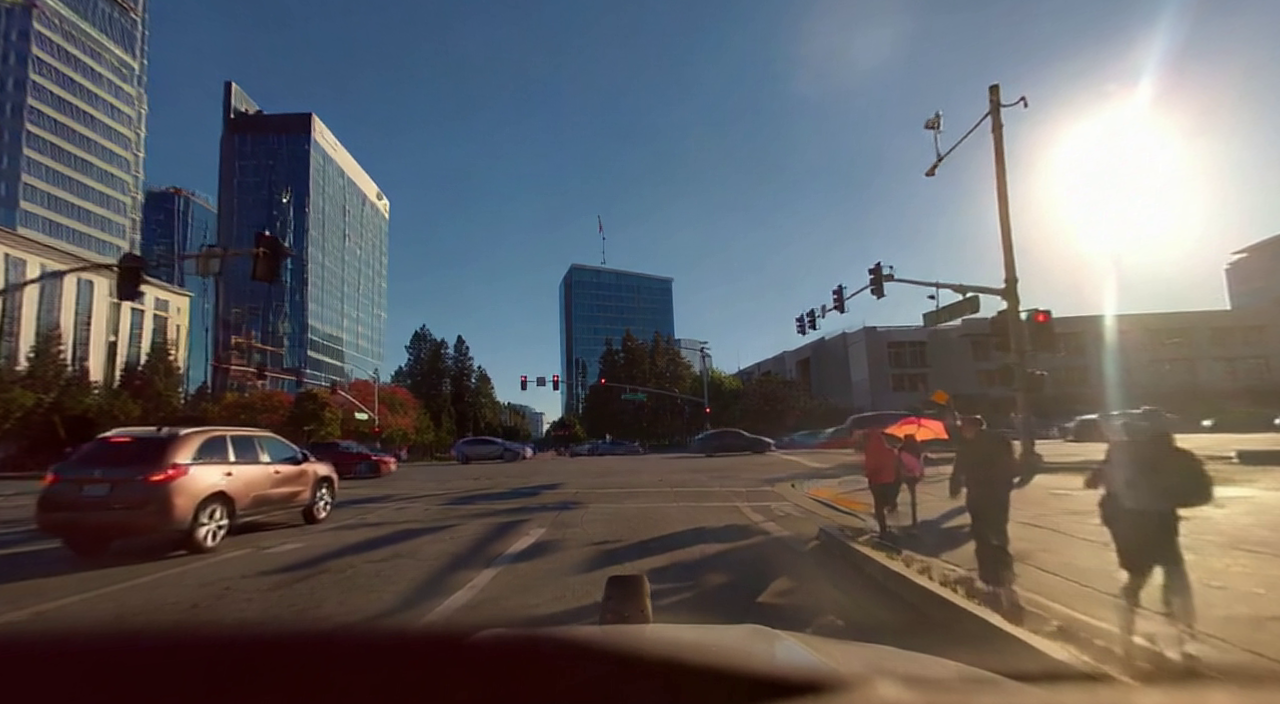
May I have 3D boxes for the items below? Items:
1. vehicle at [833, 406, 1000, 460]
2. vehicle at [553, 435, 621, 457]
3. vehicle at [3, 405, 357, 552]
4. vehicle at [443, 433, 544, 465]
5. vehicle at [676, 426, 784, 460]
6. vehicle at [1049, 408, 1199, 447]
[{"bbox_3d":[9.890,2.982,22.945,5.084,1.824,2.050,-1,-9,5],"label":"vehicle"},{"bbox_3d":[-3.604,6.491,43.363,4.459,1.477,1.754,-1,-9,6],"label":"vehicle"},{"bbox_3d":[-6.386,1.815,9.684,1.785,1.678,4.729,0,-9,1],"label":"vehicle"},{"bbox_3d":[-7.409,4.954,32.090,4.591,1.525,1.836,-1,-9,6],"label":"vehicle"},{"bbox_3d":[3.894,4.021,27.702,4.515,1.422,1.802,-1,-9,6],"label":"vehicle"},{"bbox_3d":[19.547,3.092,25.630,4.429,1.489,1.773,-1,-9,6],"label":"vehicle"}]
